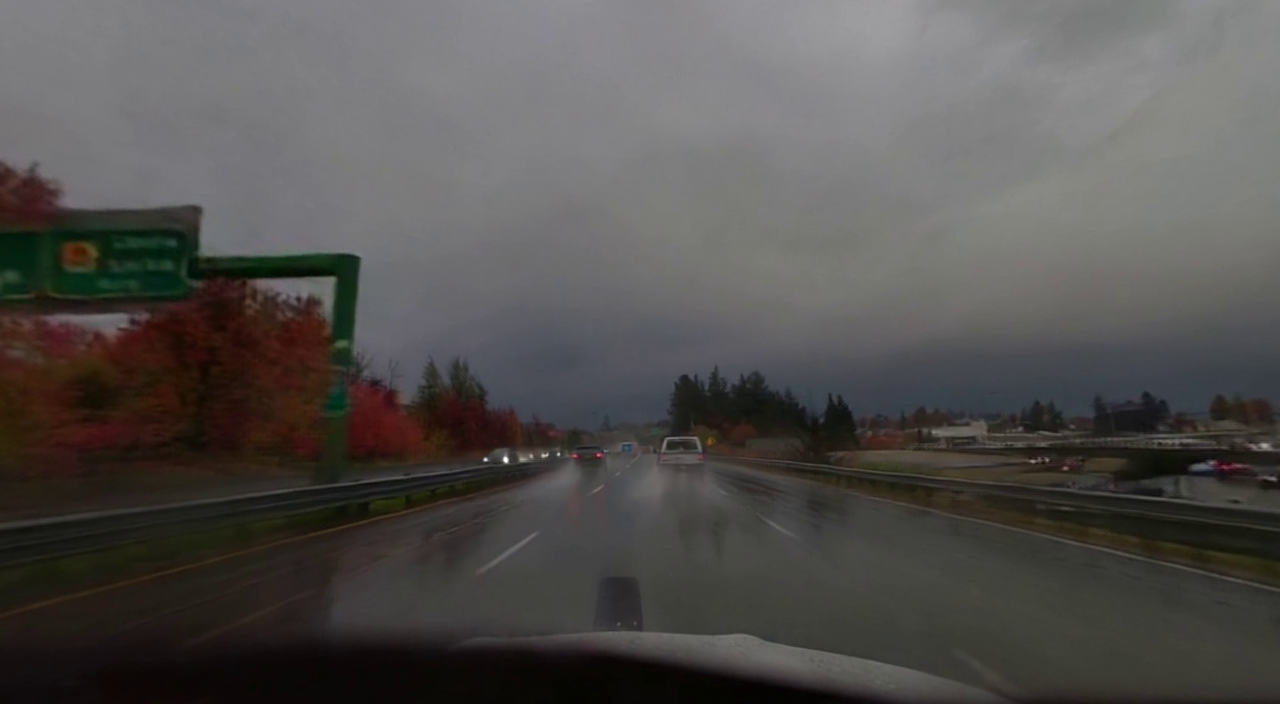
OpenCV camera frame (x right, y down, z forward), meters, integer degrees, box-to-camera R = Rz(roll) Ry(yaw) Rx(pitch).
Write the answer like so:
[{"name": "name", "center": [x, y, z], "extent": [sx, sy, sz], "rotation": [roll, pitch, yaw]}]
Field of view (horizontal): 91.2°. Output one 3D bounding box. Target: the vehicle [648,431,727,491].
[{"name": "vehicle", "center": [1.413, 3.519, 20.525], "extent": [2.250, 1.718, 4.358], "rotation": [0, -9, 0]}]

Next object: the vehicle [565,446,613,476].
[{"name": "vehicle", "center": [-2.505, 5.472, 31.696], "extent": [2.037, 1.418, 3.793], "rotation": [-1, -9, 2]}]
